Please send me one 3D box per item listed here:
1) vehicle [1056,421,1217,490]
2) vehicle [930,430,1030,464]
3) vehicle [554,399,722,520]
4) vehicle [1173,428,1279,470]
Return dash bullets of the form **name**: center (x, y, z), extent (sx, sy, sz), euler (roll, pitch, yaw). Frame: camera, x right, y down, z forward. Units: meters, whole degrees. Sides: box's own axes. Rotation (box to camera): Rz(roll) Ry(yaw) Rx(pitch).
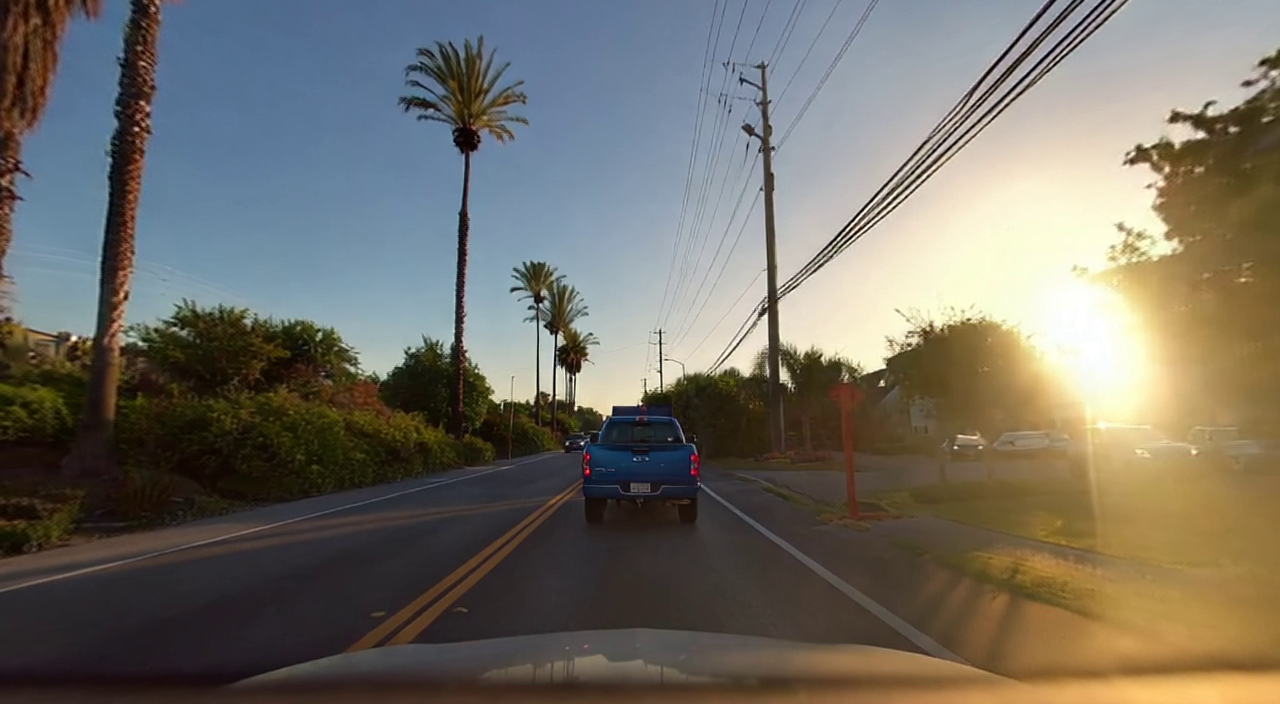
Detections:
- **vehicle**: center (16.061, 3.379, 20.976), extent (2.338, 1.917, 6.076), euler (-3, -9, 20)
- **vehicle**: center (20.380, 5.756, 38.337), extent (2.277, 1.836, 6.267), euler (0, -9, -4)
- **vehicle**: center (-0.040, 2.278, 13.785), extent (2.848, 2.047, 5.885), euler (0, -8, 0)
- **vehicle**: center (24.470, 3.904, 25.444), extent (4.314, 1.553, 1.948), euler (0, -11, -7)
